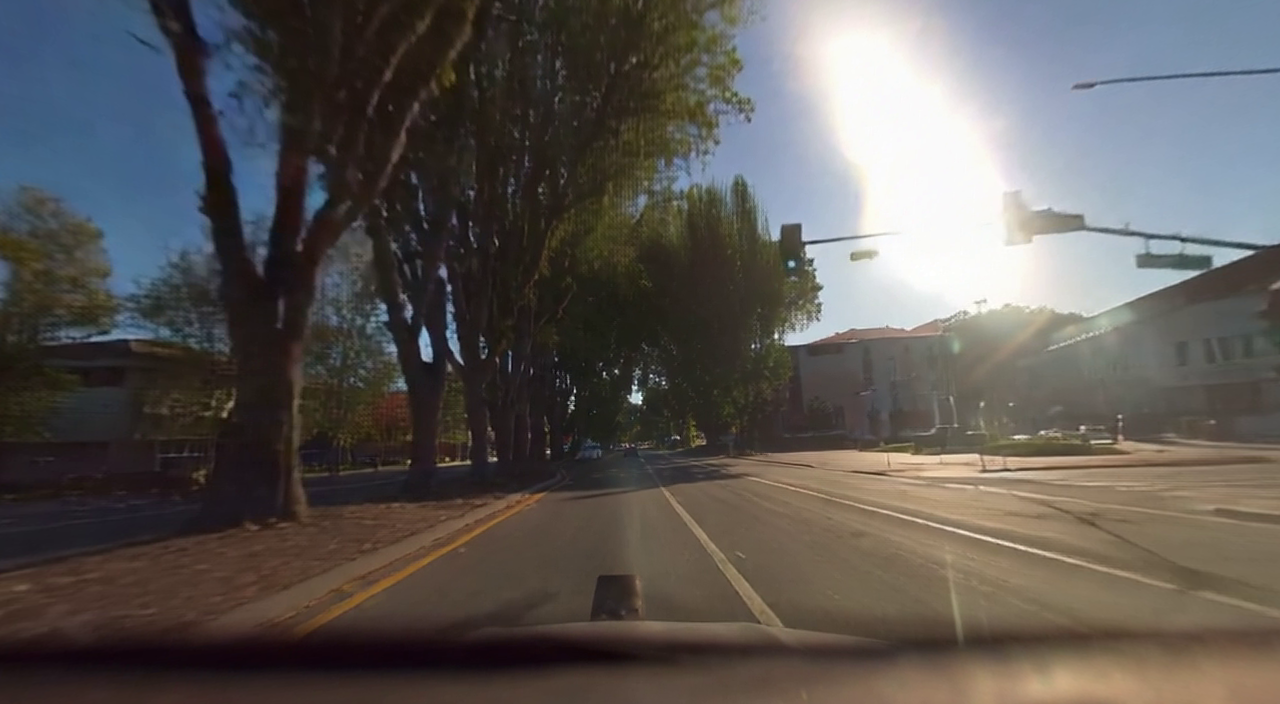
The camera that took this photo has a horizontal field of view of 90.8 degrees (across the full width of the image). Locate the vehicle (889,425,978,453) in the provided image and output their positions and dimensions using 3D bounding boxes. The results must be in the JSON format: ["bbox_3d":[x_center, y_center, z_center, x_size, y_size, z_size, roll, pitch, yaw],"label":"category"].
[{"bbox_3d":[18.753,5.588,40.471,4.688,1.658,1.950,0,-9,-1],"label":"vehicle"}]

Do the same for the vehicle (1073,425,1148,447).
[{"bbox_3d":[32.165,5.799,43.354,1.716,1.424,4.210,0,-9,-3],"label":"vehicle"}]
